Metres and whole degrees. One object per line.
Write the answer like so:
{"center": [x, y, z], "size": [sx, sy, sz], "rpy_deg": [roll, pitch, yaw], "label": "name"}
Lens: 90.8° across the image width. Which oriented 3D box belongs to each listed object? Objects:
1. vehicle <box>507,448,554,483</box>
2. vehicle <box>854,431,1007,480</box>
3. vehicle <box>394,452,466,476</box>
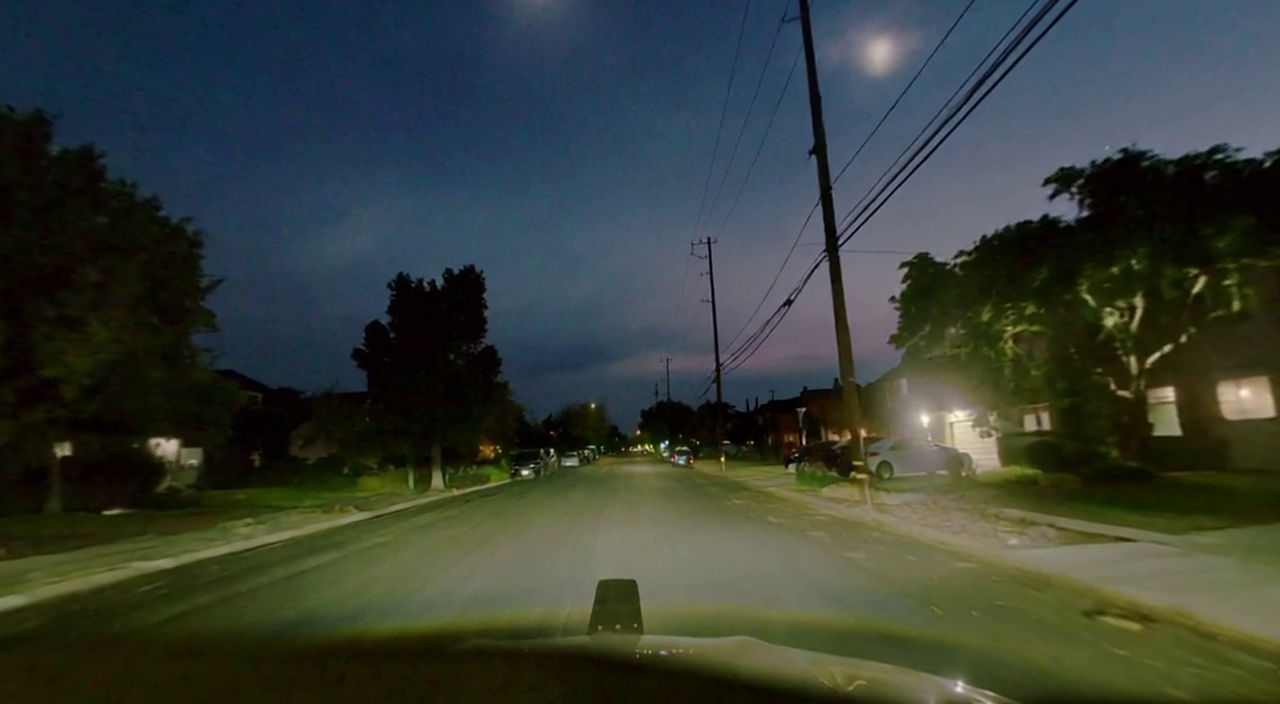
{"center": [-6.314, 6.575, 36.846], "size": [2.035, 1.736, 3.955], "rpy_deg": [-2, -7, -1], "label": "vehicle"}
{"center": [11.014, 3.951, 24.236], "size": [4.782, 1.748, 2.106], "rpy_deg": [0, -9, 1], "label": "vehicle"}
{"center": [-16.299, 8.719, 49.214], "size": [4.706, 1.681, 2.389], "rpy_deg": [-2, -9, 5], "label": "vehicle"}
